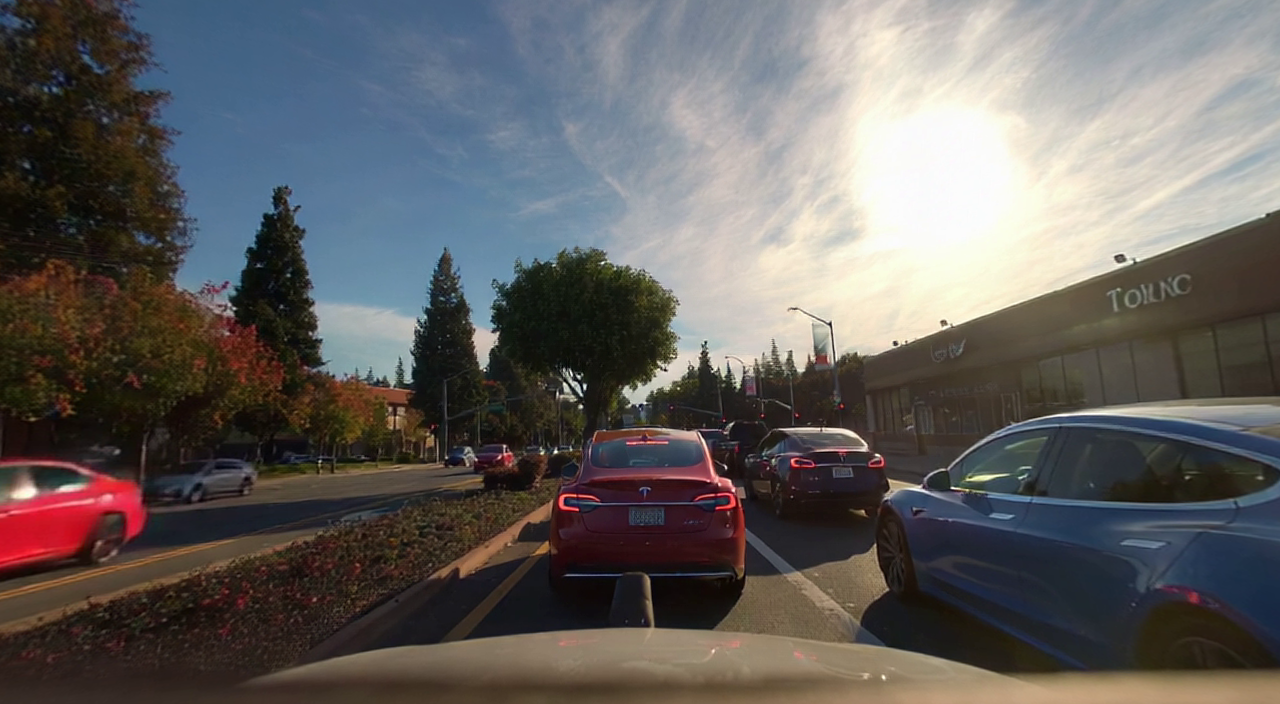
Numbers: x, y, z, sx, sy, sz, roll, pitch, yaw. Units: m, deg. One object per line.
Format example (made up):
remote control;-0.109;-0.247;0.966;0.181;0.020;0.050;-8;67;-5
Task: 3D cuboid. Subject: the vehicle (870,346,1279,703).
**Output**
vehicle;3.186;1.033;3.625;2.038;1.651;4.455;0;-8;0

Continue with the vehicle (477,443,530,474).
vehicle;-7.678;6.011;35.883;1.999;1.662;4.291;0;-8;1

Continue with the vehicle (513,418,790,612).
vehicle;0.101;1.555;6.911;2.137;1.488;3.938;0;-8;0

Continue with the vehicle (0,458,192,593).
vehicle;-7.951;1.990;7.395;2.089;1.381;4.477;0;-8;0
